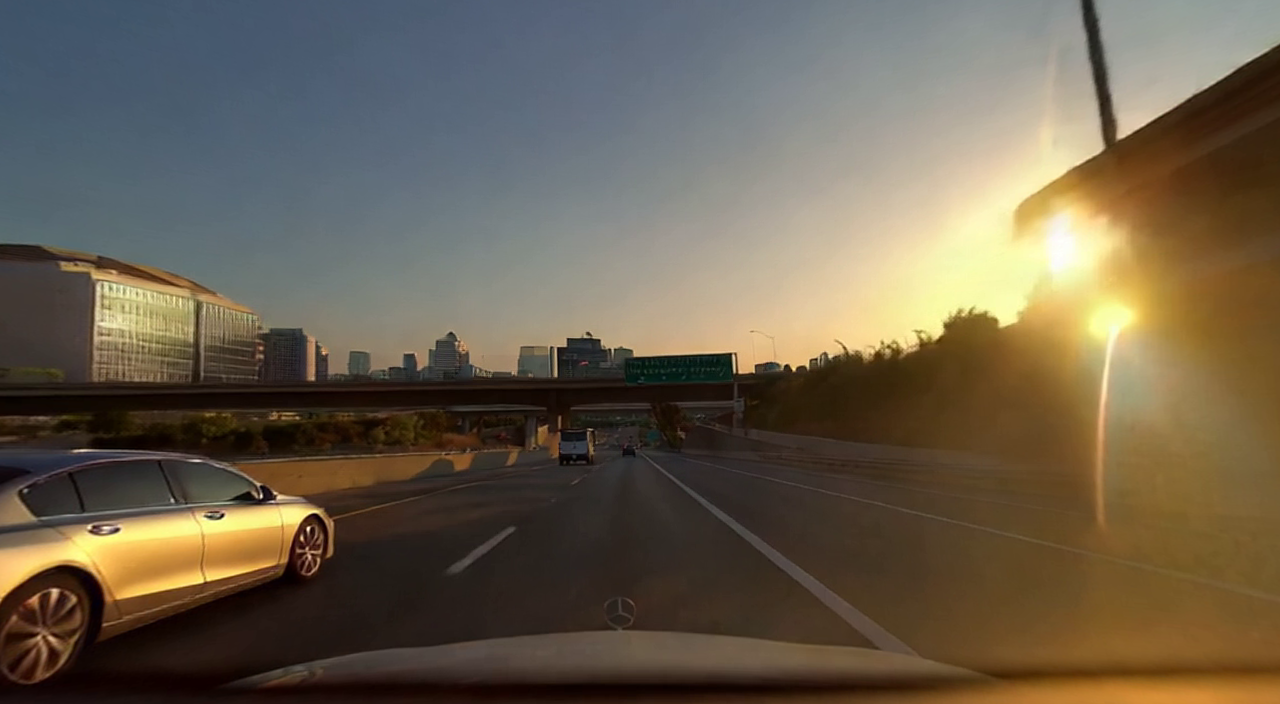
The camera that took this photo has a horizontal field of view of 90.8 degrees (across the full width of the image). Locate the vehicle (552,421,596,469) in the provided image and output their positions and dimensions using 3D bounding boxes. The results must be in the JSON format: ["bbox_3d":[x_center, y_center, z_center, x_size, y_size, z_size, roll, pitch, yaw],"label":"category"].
[{"bbox_3d":[-4.310,6.224,42.257,2.364,2.953,6.732,0,-8,-1],"label":"vehicle"}]

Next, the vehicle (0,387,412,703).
[{"bbox_3d":[-3.623,1.257,4.878,2.025,1.556,4.594,0,-8,-1],"label":"vehicle"}]
